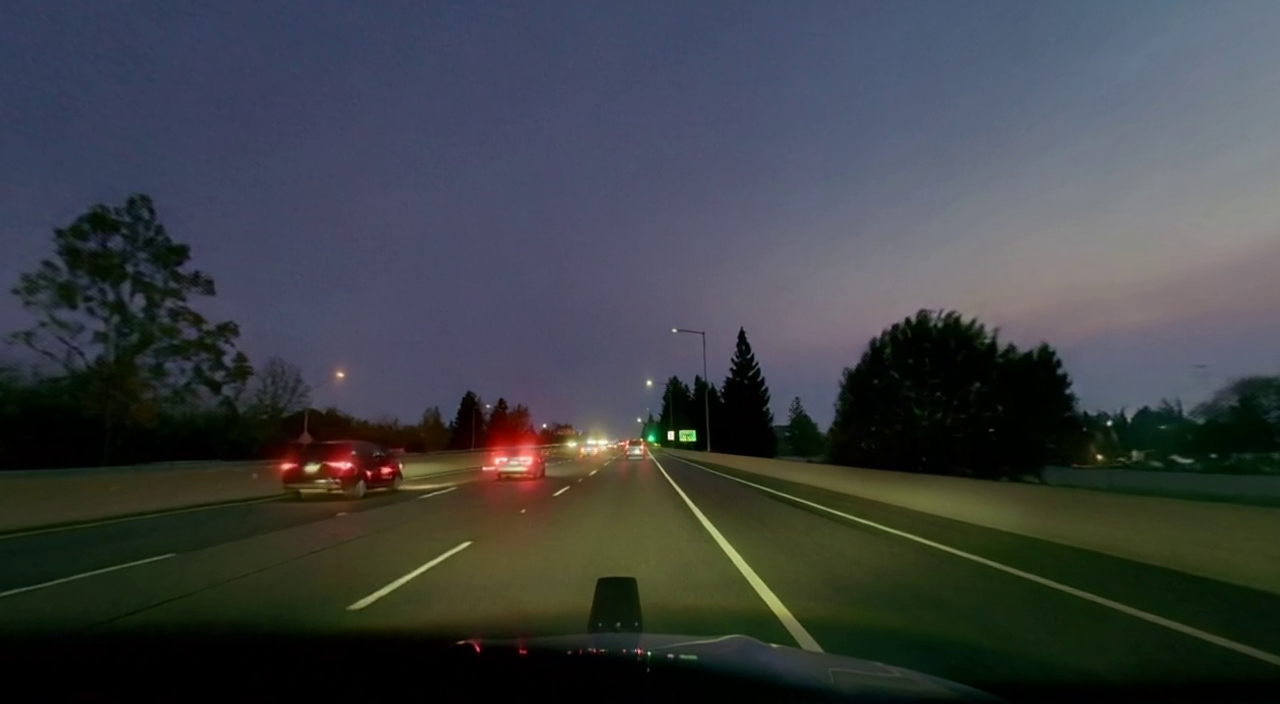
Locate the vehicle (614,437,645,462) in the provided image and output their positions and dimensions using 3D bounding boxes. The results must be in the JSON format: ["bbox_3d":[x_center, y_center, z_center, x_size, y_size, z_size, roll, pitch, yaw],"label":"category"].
[{"bbox_3d":[-0.757,7.314,47.330,2.179,1.742,4.396,0,-8,0],"label":"vehicle"}]

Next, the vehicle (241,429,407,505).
[{"bbox_3d":[-8.403,3.087,17.430,2.091,1.795,4.617,-1,-8,1],"label":"vehicle"}]

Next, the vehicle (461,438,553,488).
[{"bbox_3d":[-4.562,3.881,22.523,2.102,1.562,4.884,-1,-8,2],"label":"vehicle"}]
